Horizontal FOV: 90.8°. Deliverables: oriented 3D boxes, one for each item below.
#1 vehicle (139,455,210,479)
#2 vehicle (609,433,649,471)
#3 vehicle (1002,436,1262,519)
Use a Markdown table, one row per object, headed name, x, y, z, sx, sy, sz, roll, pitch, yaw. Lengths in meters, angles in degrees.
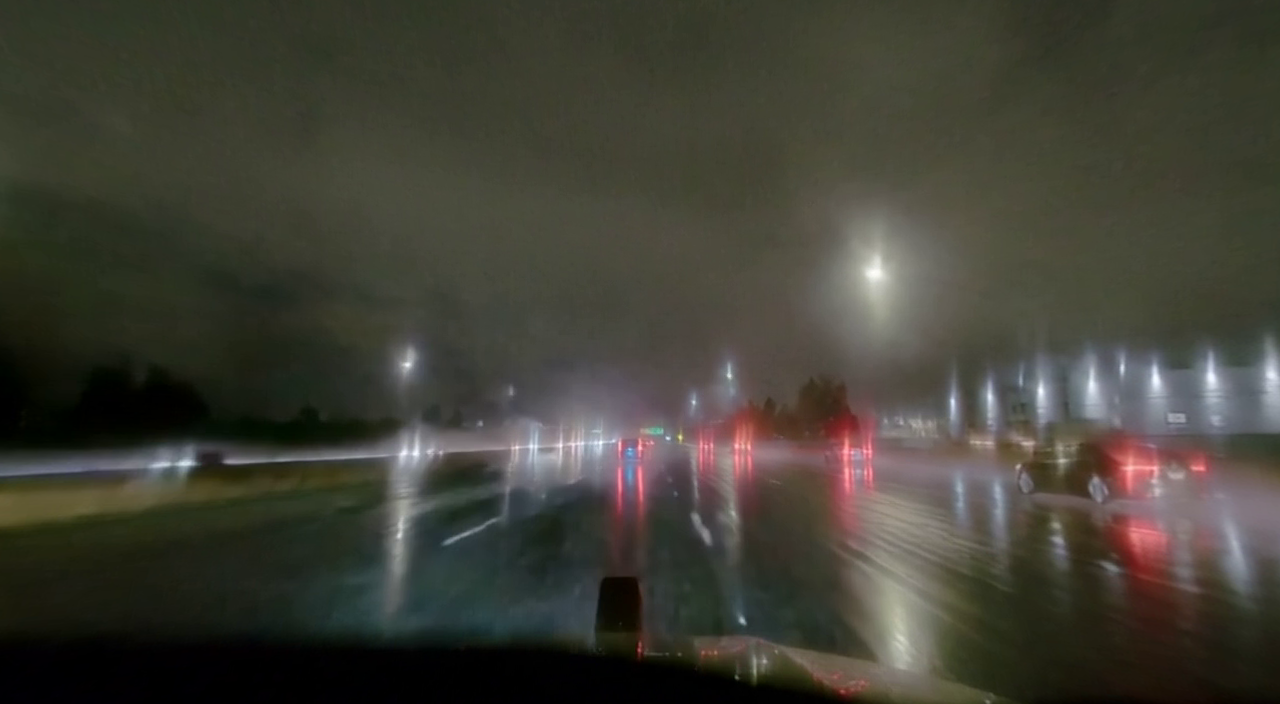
| name | x | y | z | sx | sy | sz | roll | pitch | yaw |
| --- | --- | --- | --- | --- | --- | --- | --- | --- | --- |
| vehicle | -31.920 | 7.849 | 43.413 | 1.770 | 1.494 | 3.939 | 0 | -9 | 1 |
| vehicle | -0.494 | 5.157 | 32.702 | 1.893 | 1.827 | 4.513 | 0 | -9 | 1 |
| vehicle | 9.960 | 2.546 | 13.392 | 1.900 | 1.432 | 4.519 | 0 | -9 | 0 |
